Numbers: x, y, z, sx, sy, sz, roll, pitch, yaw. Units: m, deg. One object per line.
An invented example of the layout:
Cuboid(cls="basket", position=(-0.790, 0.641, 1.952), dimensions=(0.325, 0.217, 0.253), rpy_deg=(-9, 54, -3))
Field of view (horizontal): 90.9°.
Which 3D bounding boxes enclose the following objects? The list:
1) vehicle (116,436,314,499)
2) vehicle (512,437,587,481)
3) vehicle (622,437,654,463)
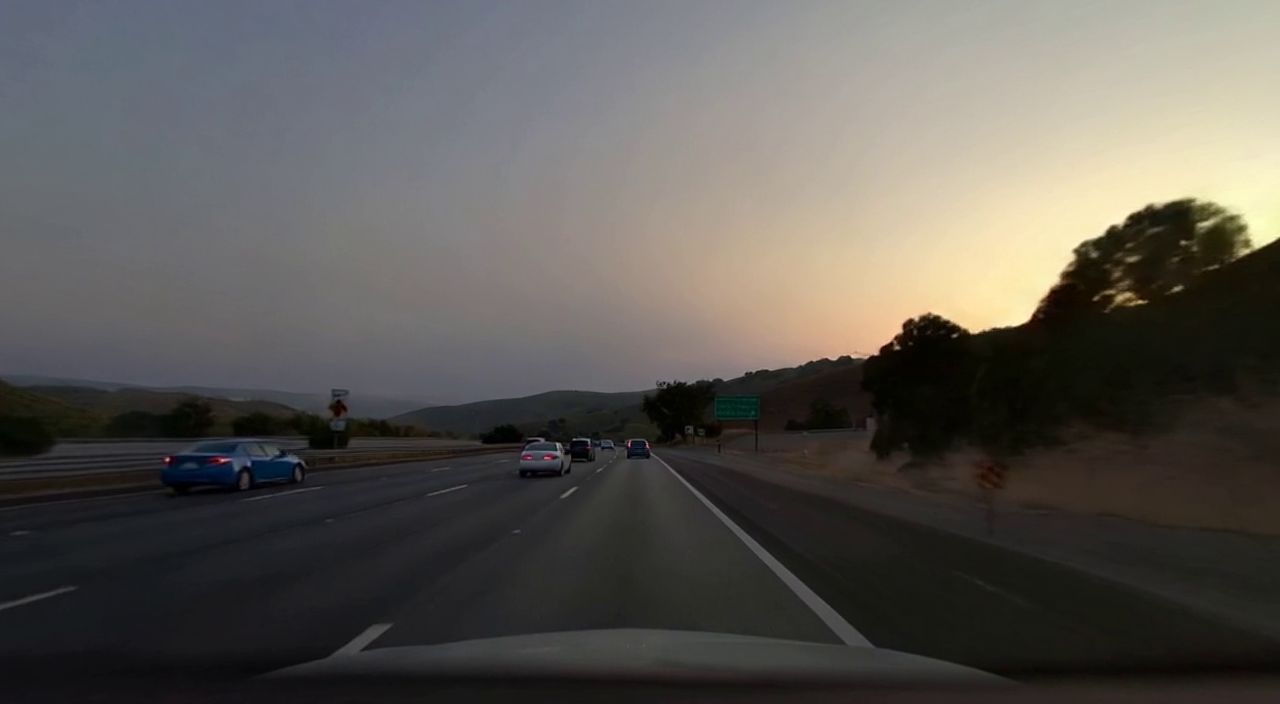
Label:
Cuboid(cls="vehicle", position=(-11.303, 3.085, 17.343), dimensions=(1.945, 1.466, 4.947), rpy_deg=(0, -8, 1))
Cuboid(cls="vehicle", position=(-3.362, 4.089, 24.402), dimensions=(2.080, 1.505, 4.649), rpy_deg=(-1, -8, 1))
Cuboid(cls="vehicle", position=(-0.120, 6.910, 44.602), dimensions=(2.138, 1.674, 4.044), rpy_deg=(0, -8, 0))
